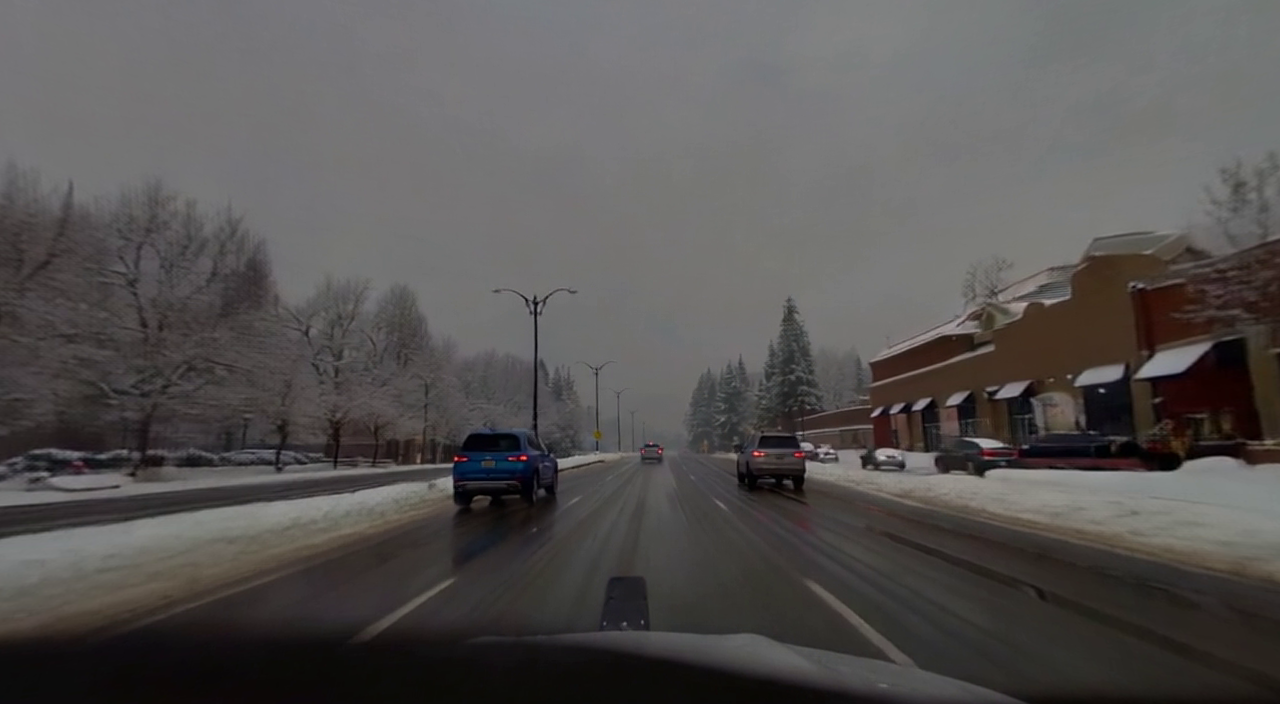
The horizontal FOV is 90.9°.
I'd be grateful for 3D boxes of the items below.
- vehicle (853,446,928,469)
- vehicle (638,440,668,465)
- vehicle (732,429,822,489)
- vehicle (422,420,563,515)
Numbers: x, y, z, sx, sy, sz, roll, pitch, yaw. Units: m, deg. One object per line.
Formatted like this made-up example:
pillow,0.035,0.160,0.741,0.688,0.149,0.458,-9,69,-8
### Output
vehicle,16.409,6.903,41.322,4.133,1.475,1.833,2,-9,-11
vehicle,0.967,7.403,46.522,2.067,1.702,3.987,0,-8,2
vehicle,4.480,3.573,21.371,2.083,1.779,4.347,0,-8,0
vehicle,-3.140,2.572,14.516,2.047,1.810,4.414,0,-8,2
